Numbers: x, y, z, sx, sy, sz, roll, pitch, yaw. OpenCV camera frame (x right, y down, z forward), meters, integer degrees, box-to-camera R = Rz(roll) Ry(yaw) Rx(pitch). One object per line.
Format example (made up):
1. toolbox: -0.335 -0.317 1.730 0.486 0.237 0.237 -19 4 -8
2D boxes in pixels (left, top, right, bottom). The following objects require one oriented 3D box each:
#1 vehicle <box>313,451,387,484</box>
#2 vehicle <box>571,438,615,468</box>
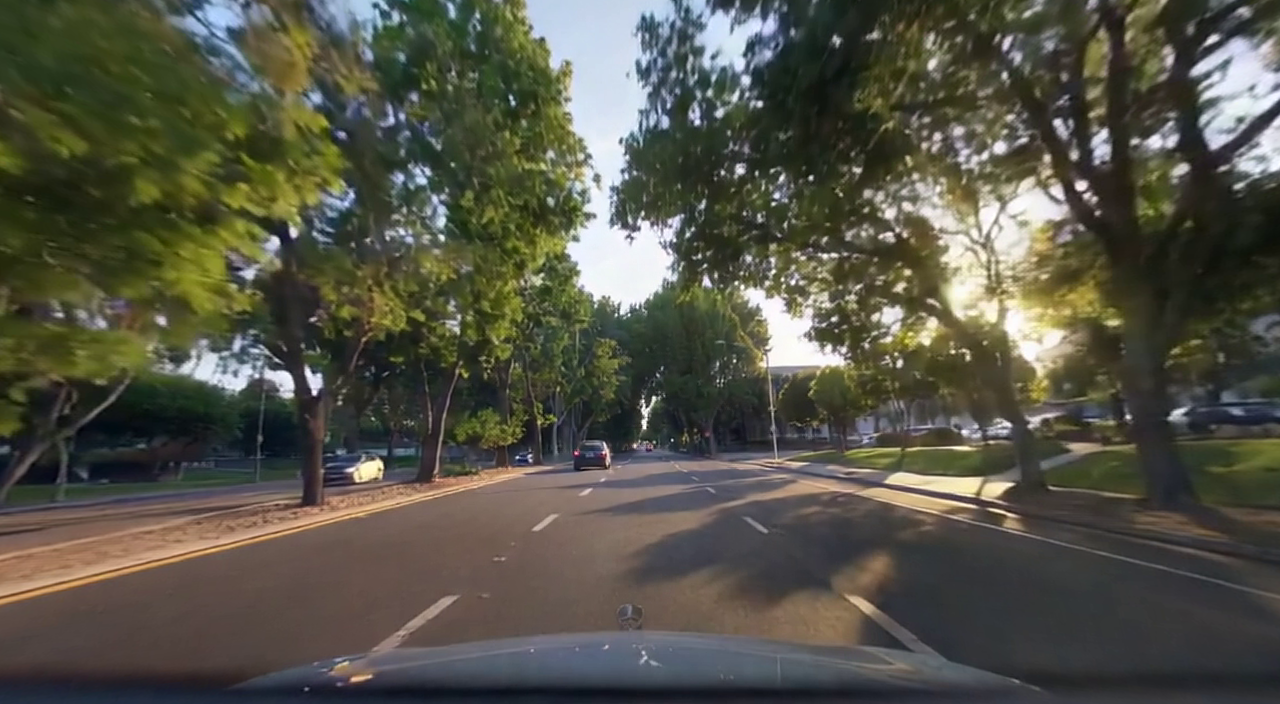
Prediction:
1. vehicle: -16.014 6.358 35.087 1.923 1.637 4.409 0 -8 1
2. vehicle: -2.873 6.253 39.171 2.283 1.716 4.395 0 -8 1
